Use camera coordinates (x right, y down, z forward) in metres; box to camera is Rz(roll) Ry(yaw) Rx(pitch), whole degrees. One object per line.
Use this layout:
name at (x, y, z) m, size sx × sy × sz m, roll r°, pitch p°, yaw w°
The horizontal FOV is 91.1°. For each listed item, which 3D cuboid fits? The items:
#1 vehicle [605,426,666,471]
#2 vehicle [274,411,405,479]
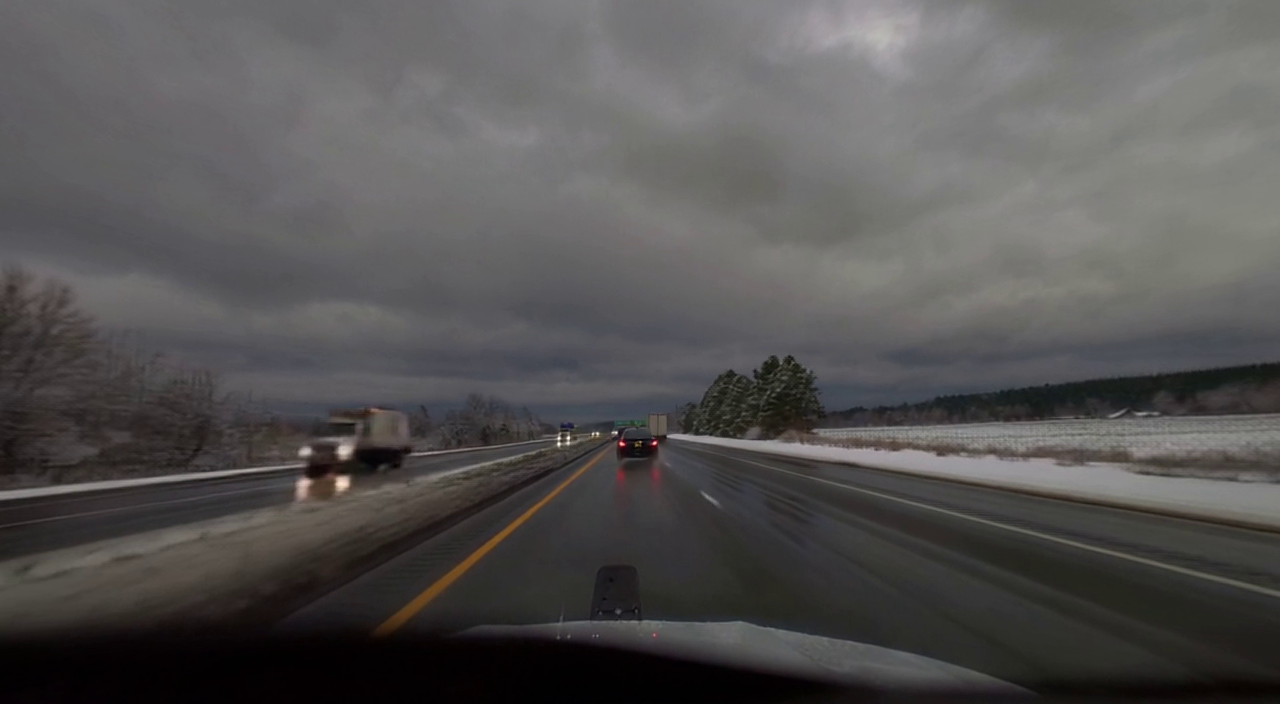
vehicle at (-0.194, 3.826, 25.089) m, size 2.216 × 1.623 × 4.220 m, roll 0°, pitch -8°, yaw -1°
vehicle at (-12.404, 3.895, 26.660) m, size 2.566 × 2.551 × 6.084 m, roll 0°, pitch -8°, yaw -1°
